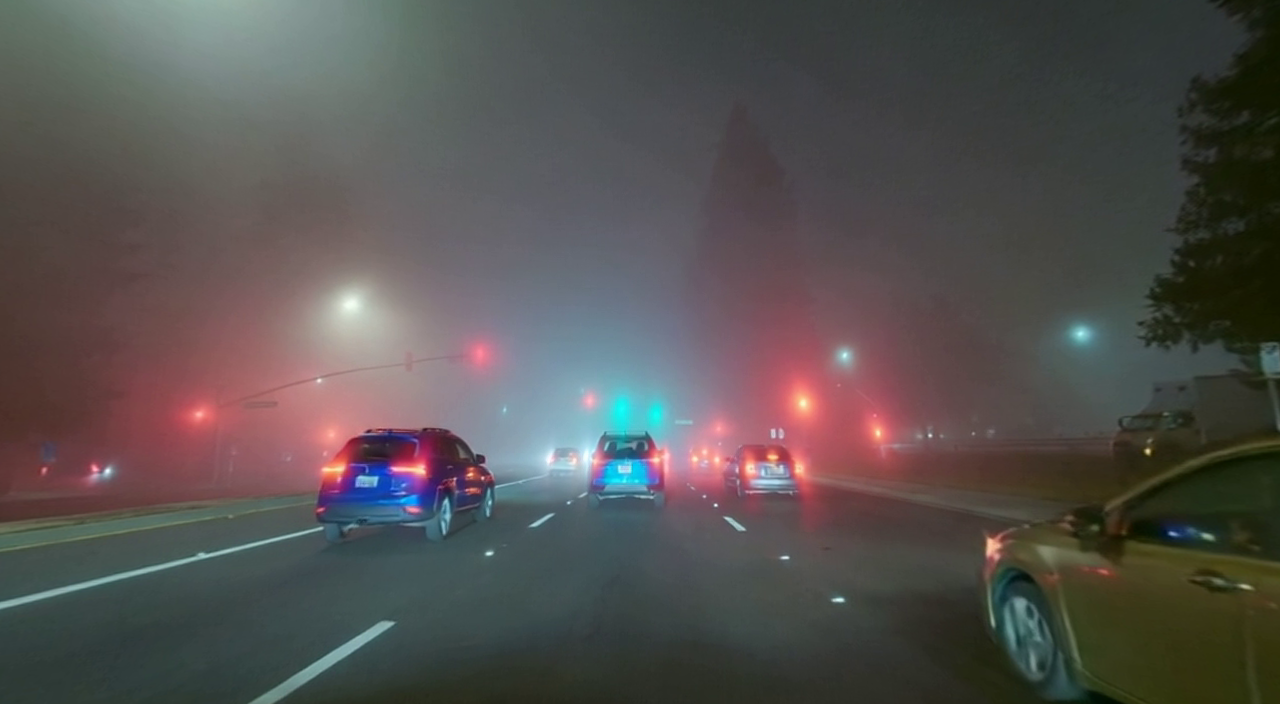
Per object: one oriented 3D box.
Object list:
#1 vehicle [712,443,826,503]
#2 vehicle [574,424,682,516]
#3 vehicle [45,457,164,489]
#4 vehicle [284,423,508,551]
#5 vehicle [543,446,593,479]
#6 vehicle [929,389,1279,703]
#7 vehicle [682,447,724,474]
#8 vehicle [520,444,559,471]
[{"bbox_3d":[3.505,3.385,18.169,2.036,1.480,4.659,0,-8,-3],"label":"vehicle"},{"bbox_3d":[-0.240,2.677,14.807,2.132,1.816,4.471,0,-8,0],"label":"vehicle"},{"bbox_3d":[-34.041,7.669,40.194,5.352,1.850,2.276,0,-8,-2],"label":"vehicle"},{"bbox_3d":[-3.759,2.146,10.720,2.039,1.709,4.265,0,-8,1],"label":"vehicle"},{"bbox_3d":[-3.478,5.404,31.052,1.897,1.479,4.204,0,-8,1],"label":"vehicle"},{"bbox_3d":[3.009,0.889,2.132,1.976,1.491,4.427,0,-8,0],"label":"vehicle"},{"bbox_3d":[3.668,6.372,37.291,1.996,1.443,4.270,0,-8,-1],"label":"vehicle"},{"bbox_3d":[-6.807,7.220,43.233,2.051,1.722,4.412,0,-8,-1],"label":"vehicle"}]
